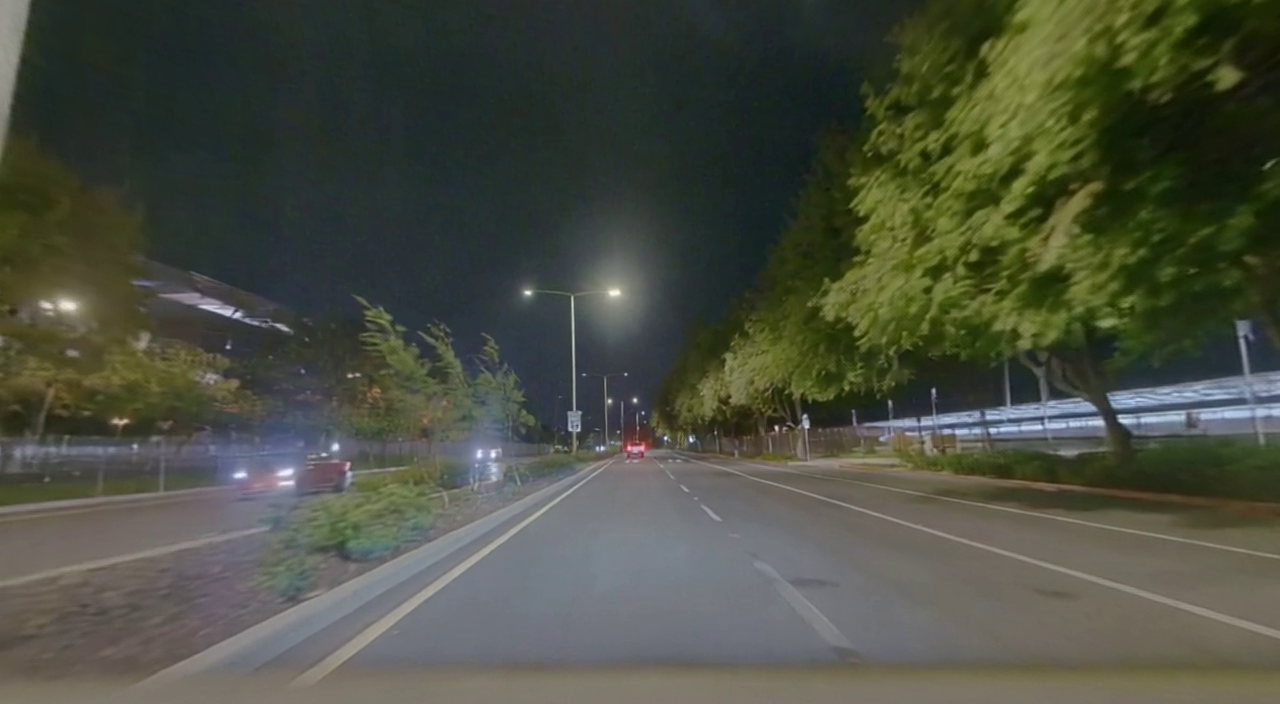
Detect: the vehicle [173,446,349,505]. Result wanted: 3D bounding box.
[{"bbox_3d":[-10.815,3.514,18.564,2.173,1.460,4.661,0,-8,2],"label":"vehicle"}]
